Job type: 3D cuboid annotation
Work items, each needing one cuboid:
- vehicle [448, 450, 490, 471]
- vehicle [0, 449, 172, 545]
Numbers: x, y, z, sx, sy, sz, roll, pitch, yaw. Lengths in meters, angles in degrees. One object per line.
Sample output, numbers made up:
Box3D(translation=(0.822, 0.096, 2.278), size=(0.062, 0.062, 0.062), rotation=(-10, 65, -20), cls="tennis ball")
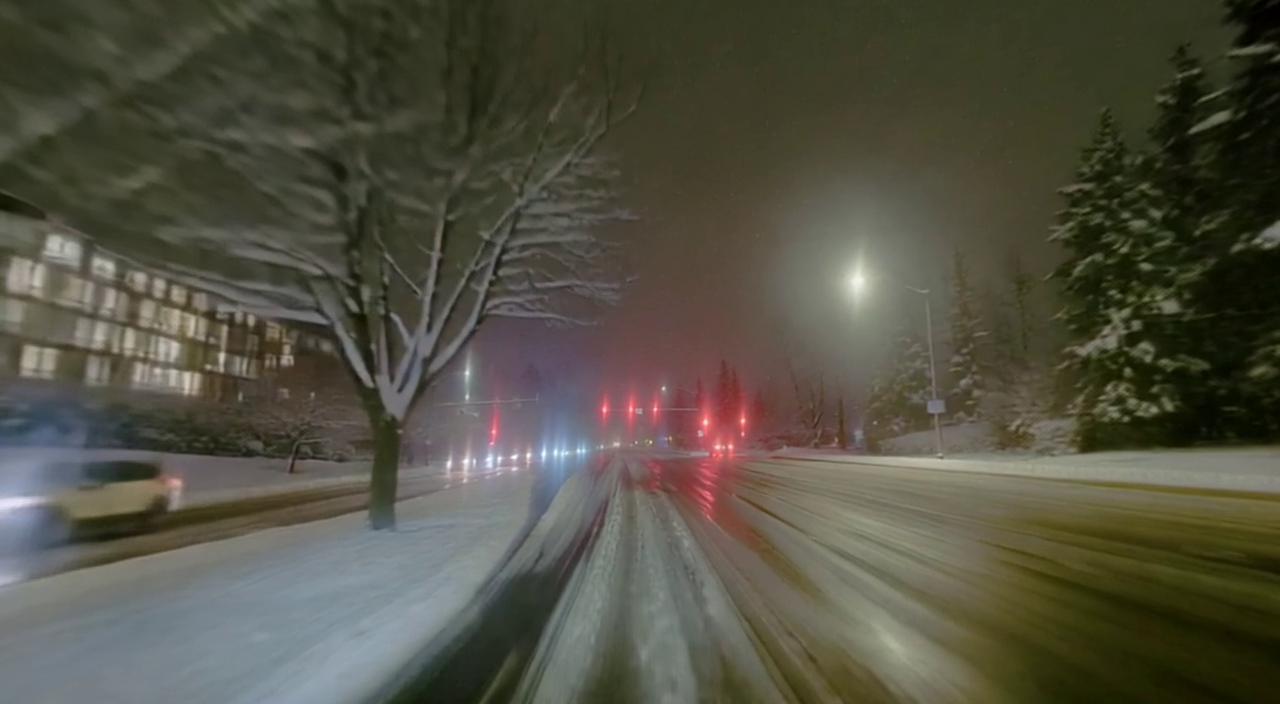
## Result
Box3D(translation=(-13.273, 8.443, 49.395), size=(1.973, 1.485, 4.616), rotation=(0, -9, 0), cls="vehicle")
Box3D(translation=(-13.869, 3.243, 14.884), size=(2.038, 1.857, 5.078), rotation=(0, -9, -4), cls="vehicle")
